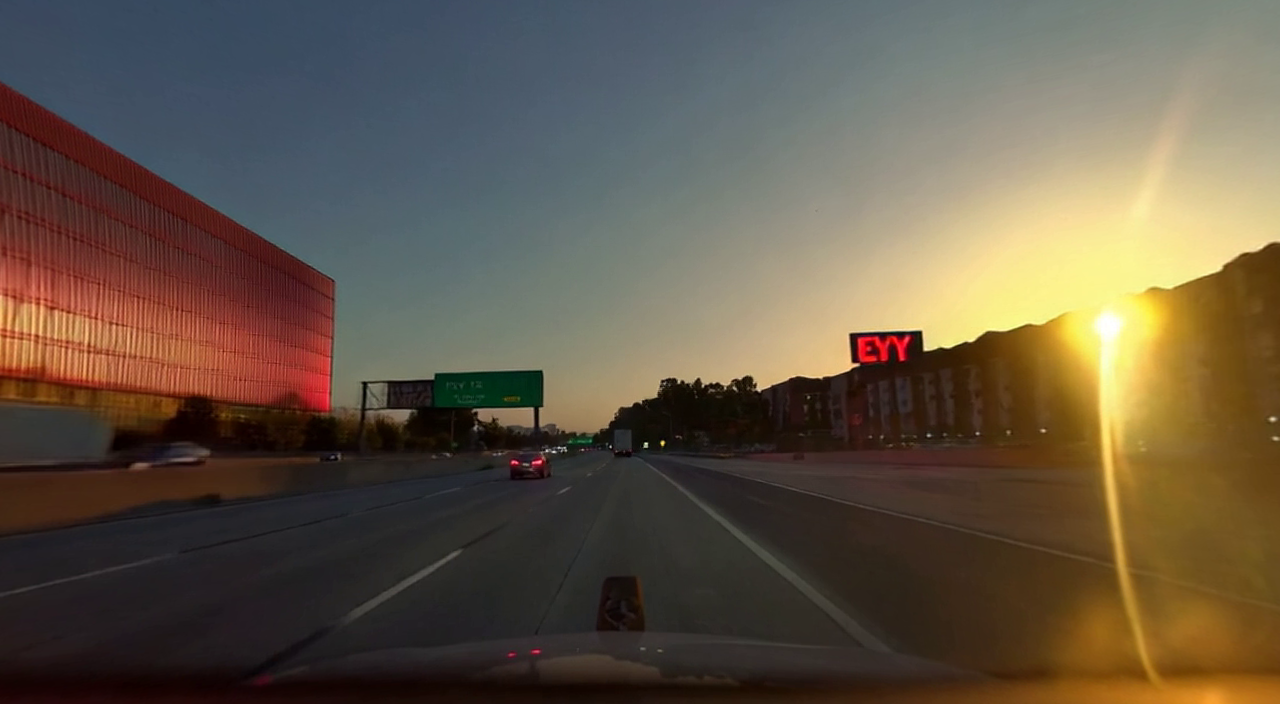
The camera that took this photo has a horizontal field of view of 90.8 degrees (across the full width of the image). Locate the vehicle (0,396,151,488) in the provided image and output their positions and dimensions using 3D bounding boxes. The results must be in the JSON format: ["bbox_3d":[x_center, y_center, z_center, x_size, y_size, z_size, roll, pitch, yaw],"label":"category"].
[{"bbox_3d":[-24.512,3.620,25.115,2.785,3.272,9.199,0,-9,-1],"label":"vehicle"}]

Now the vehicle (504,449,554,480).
[{"bbox_3d":[-5.873,5.997,33.986,1.943,1.510,4.201,0,-9,0],"label":"vehicle"}]
